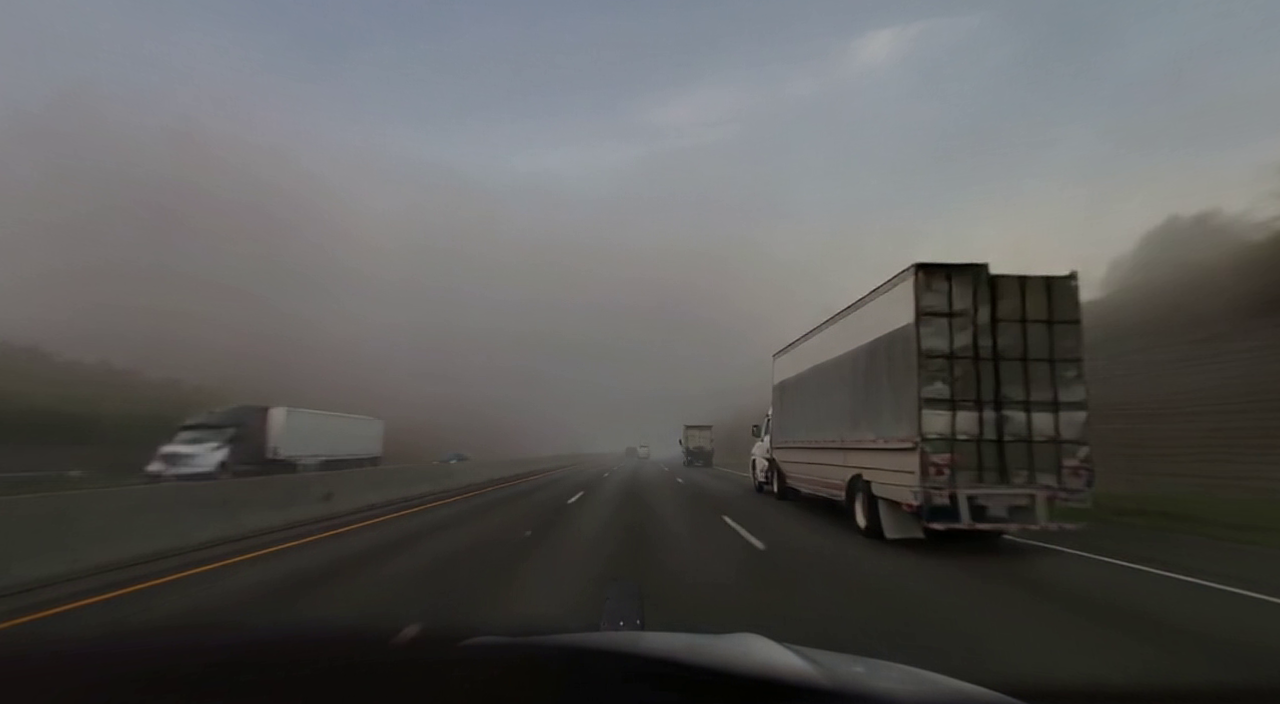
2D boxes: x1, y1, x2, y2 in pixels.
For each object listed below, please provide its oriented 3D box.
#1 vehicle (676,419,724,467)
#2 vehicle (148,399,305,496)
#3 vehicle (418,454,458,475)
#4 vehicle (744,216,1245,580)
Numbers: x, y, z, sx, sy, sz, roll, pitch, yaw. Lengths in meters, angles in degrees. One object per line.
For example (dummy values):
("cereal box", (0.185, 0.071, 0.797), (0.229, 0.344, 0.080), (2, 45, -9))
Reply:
("vehicle", (4.445, 7.033, 48.381), (2.771, 3.313, 8.121), (0, -9, -1))
("vehicle", (-18.849, 4.432, 29.351), (3.052, 4.014, 5.939), (0, -9, 0))
("vehicle", (-14.631, 8.129, 45.792), (1.641, 1.413, 3.718), (0, -9, 0))
("vehicle", (4.440, 1.205, 11.698), (3.032, 3.785, 10.333), (0, -9, -1))
